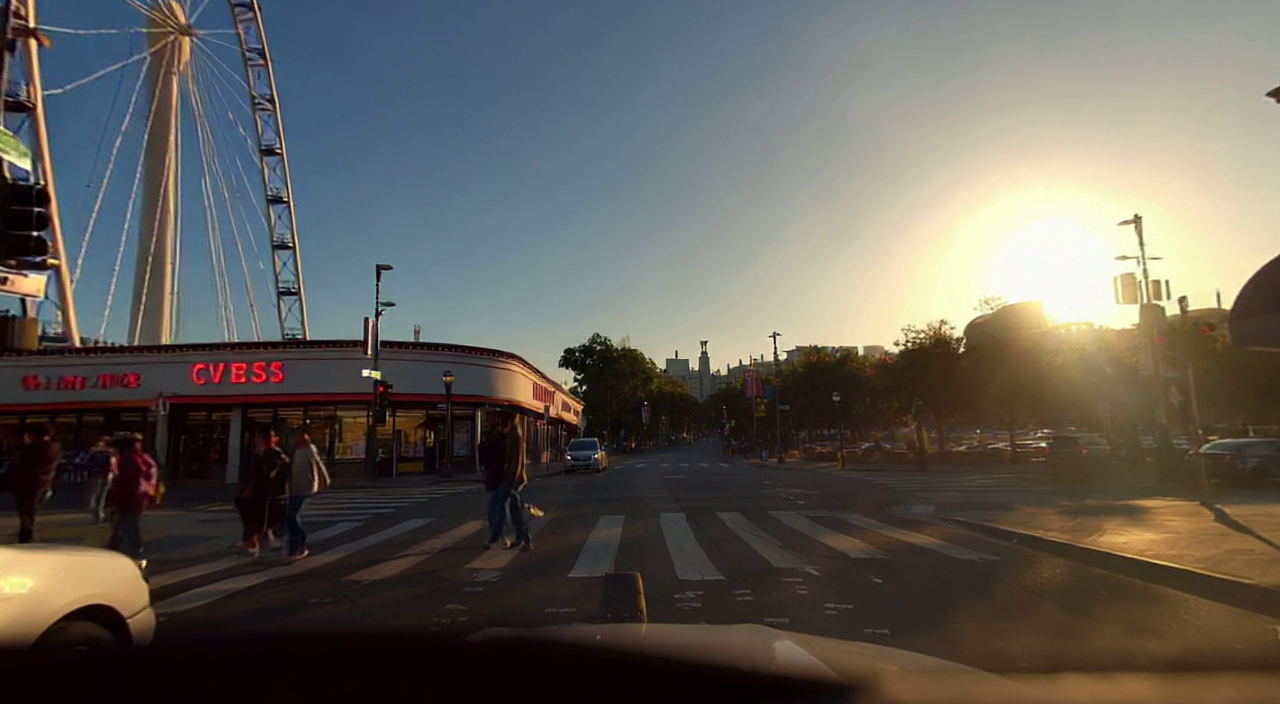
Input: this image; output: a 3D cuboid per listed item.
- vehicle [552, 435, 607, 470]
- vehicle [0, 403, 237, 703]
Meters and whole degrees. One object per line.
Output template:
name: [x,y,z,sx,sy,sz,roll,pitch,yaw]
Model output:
vehicle: [-3.938,6.381,40.254,2.549,2.000,5.699,2,-9,-15]
vehicle: [-3.366,0.787,1.187,1.940,1.505,4.676,-1,-9,3]
